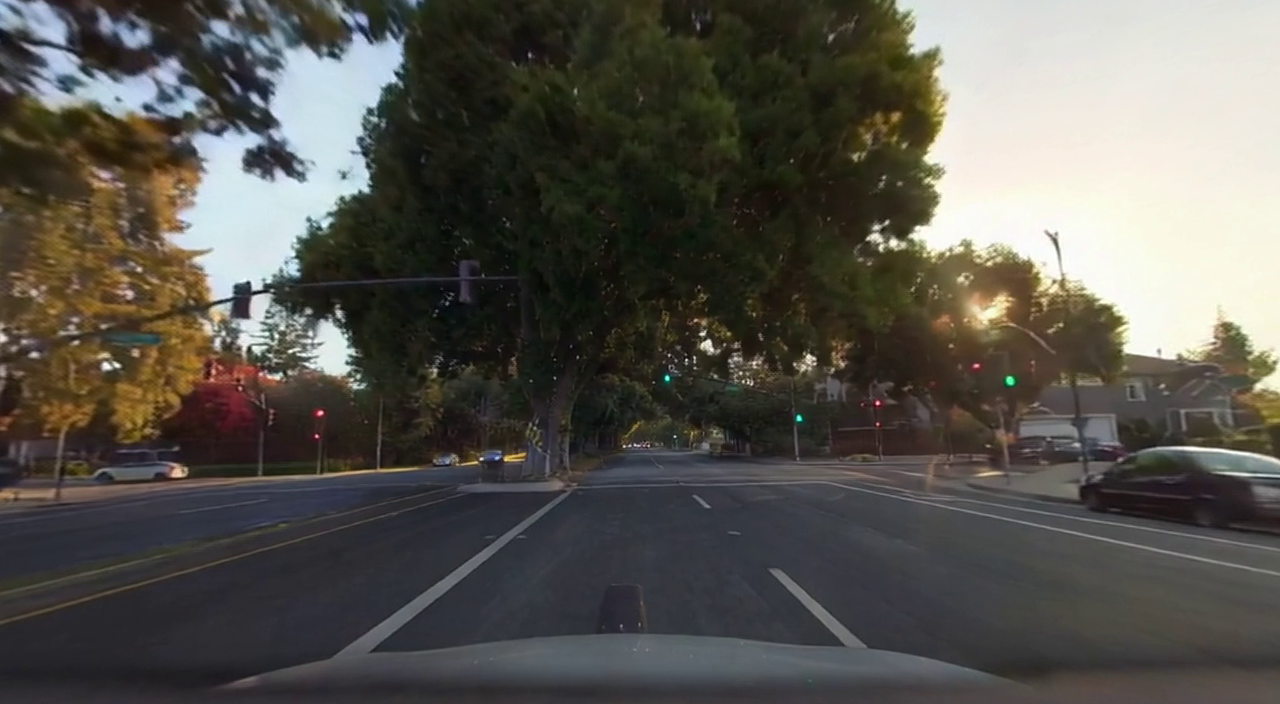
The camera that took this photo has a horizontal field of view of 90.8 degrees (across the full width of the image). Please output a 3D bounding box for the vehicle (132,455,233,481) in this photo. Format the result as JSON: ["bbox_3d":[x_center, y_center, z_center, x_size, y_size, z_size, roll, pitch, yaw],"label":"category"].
[{"bbox_3d":[-27.975,7.097,38.719,4.665,1.494,1.850,0,-9,-3],"label":"vehicle"}]

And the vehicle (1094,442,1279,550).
[{"bbox_3d":[9.807,2.145,9.782,1.918,1.483,4.813,0,-8,-1],"label":"vehicle"}]

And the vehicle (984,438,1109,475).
[{"bbox_3d":[18.577,4.774,29.045,4.357,1.461,1.927,-2,-8,2],"label":"vehicle"}]

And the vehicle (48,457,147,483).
[{"bbox_3d":[-33.075,7.171,38.596,4.404,1.486,1.791,0,-9,0],"label":"vehicle"}]

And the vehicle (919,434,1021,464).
[{"bbox_3d":[20.224,5.967,38.853,5.021,1.780,2.191,0,-9,-3],"label":"vehicle"}]
